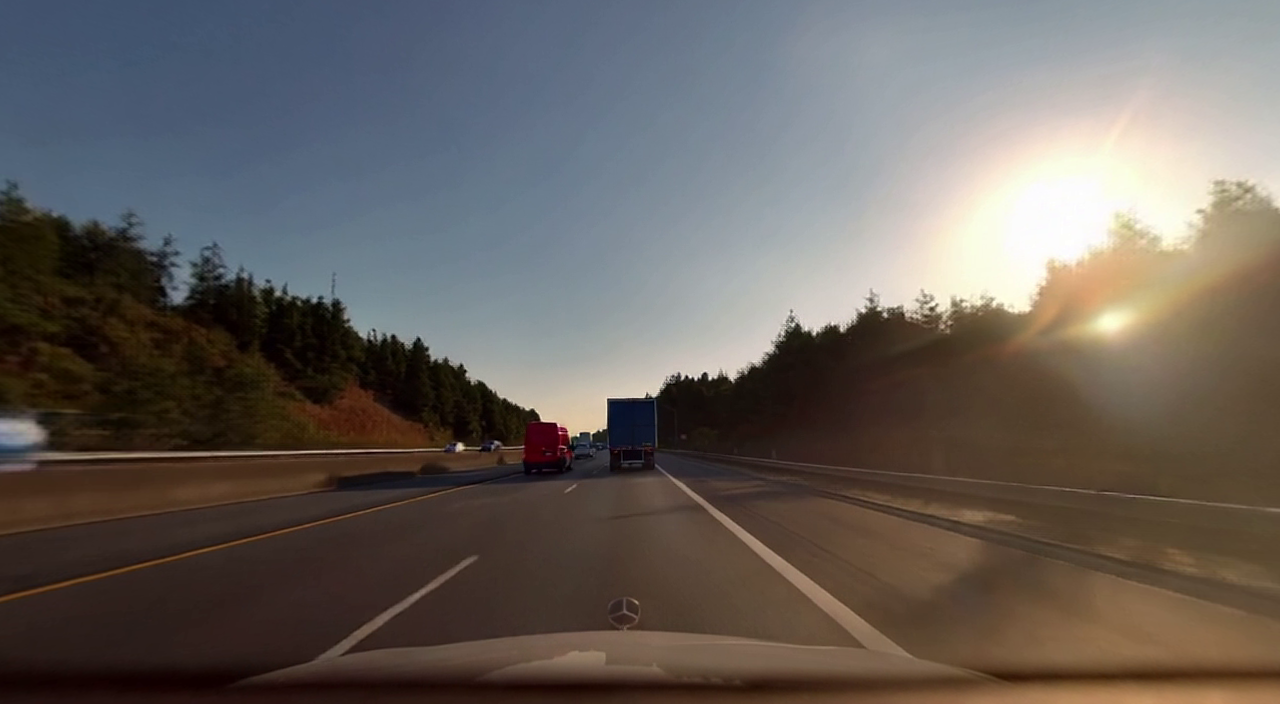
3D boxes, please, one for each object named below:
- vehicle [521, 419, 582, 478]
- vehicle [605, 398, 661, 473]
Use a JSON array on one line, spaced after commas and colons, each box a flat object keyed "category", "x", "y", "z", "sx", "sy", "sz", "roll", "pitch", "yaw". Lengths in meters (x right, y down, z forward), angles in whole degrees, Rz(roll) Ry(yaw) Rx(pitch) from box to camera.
[{"category": "vehicle", "x": -4.487, "y": 5.041, "z": 32.949, "sx": 2.357, "sy": 2.786, "sz": 6.144, "roll": 0, "pitch": -9, "yaw": -1}, {"category": "vehicle", "x": -0.401, "y": 5.301, "z": 39.125, "sx": 2.995, "sy": 4.036, "sz": 10.311, "roll": 0, "pitch": -9, "yaw": 0}]
